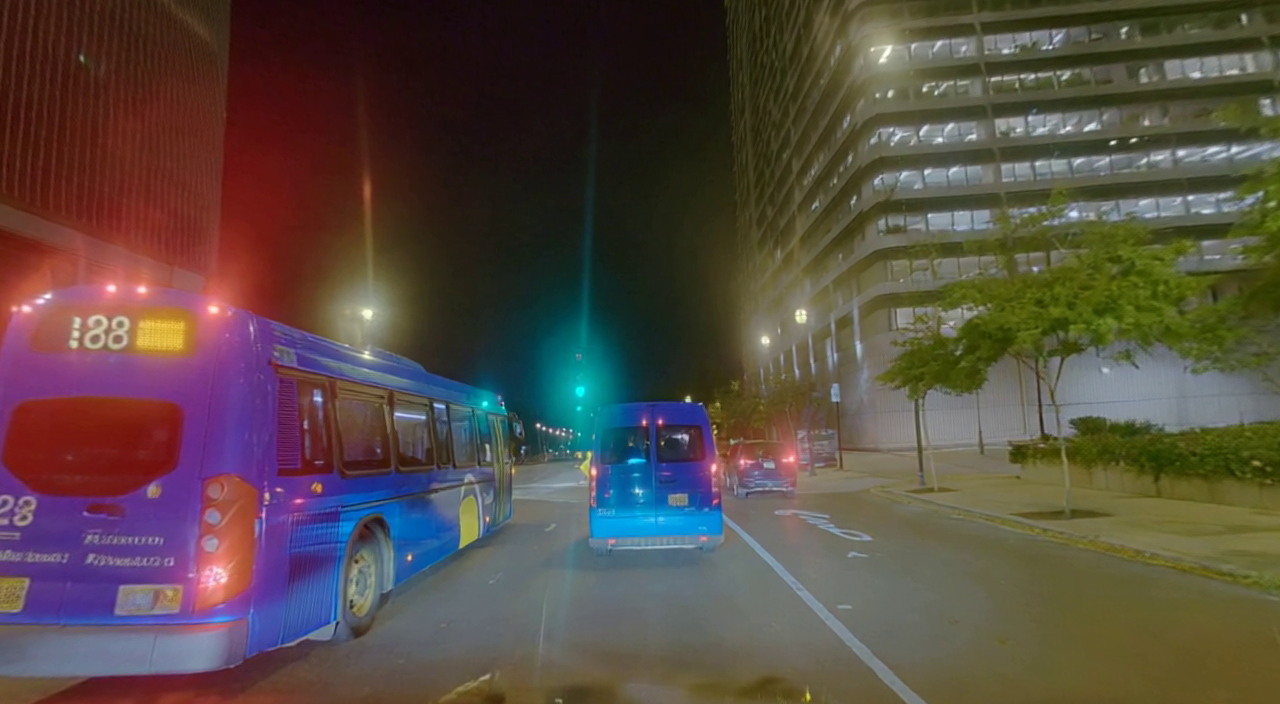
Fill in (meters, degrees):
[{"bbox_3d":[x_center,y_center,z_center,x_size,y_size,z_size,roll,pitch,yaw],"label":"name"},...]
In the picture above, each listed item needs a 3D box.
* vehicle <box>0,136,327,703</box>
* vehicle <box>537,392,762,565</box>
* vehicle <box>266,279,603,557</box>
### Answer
[{"bbox_3d":[-2.749,0.326,0.227,2.329,2.089,5.659,0,-9,0],"label":"vehicle"},{"bbox_3d":[0.133,1.740,9.274,2.500,1.912,4.270,0,-9,1],"label":"vehicle"},{"bbox_3d":[-2.906,1.792,14.604,3.042,3.445,13.615,0,-9,1],"label":"vehicle"}]
